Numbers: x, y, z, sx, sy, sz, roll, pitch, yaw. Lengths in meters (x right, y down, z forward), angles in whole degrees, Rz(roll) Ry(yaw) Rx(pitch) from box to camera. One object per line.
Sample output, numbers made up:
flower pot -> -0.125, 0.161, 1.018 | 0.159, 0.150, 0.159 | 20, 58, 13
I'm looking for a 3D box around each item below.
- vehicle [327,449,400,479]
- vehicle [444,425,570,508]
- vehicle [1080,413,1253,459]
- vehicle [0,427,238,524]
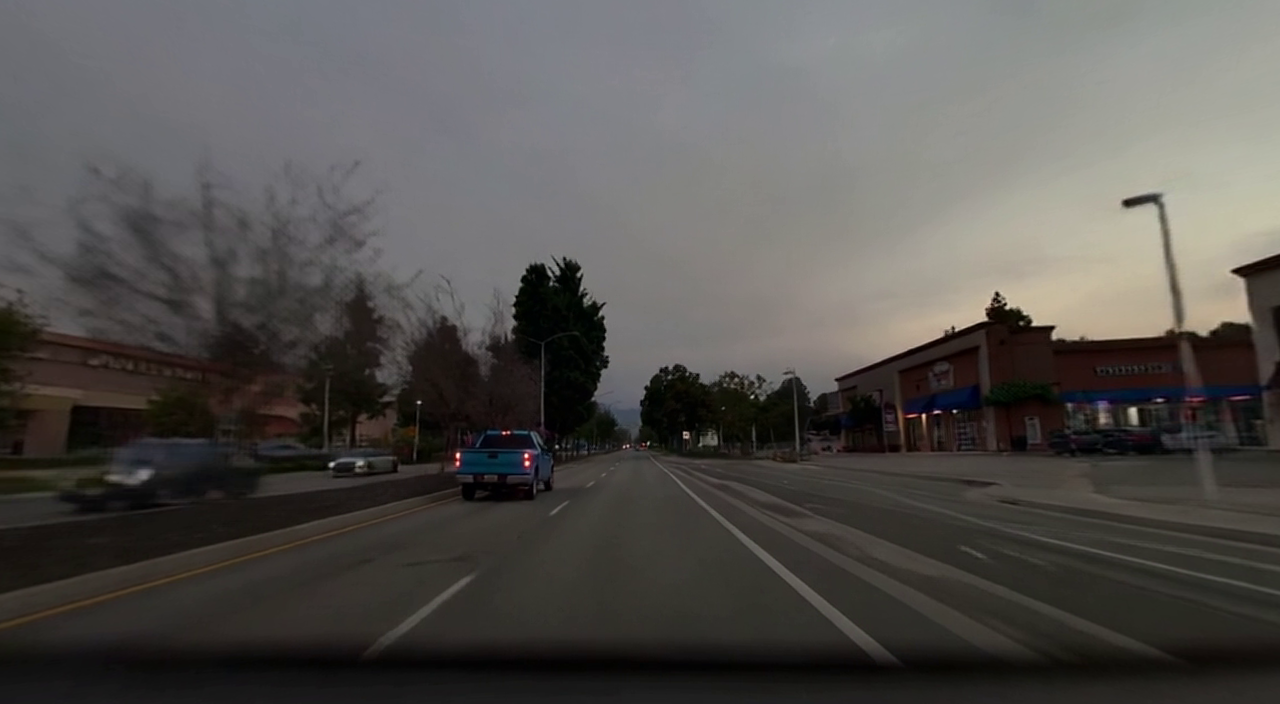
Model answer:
vehicle -> -14.512, 5.877, 33.337 | 1.813, 1.476, 4.406 | 0, -9, 1
vehicle -> -3.232, 2.924, 16.561 | 2.065, 1.790, 5.417 | 0, -9, 1
vehicle -> 26.148, 4.255, 31.478 | 6.324, 1.986, 2.478 | -2, -9, 0
vehicle -> -11.386, 2.553, 13.628 | 1.988, 1.687, 5.001 | 0, -9, 0
